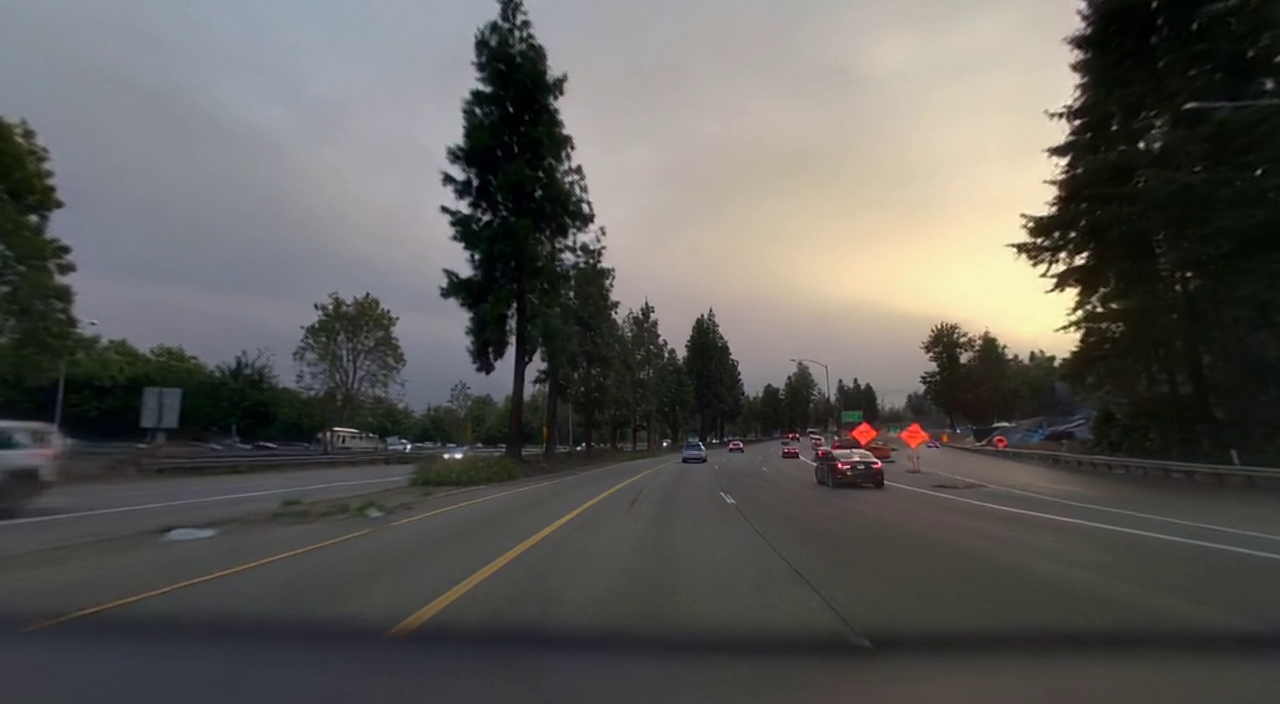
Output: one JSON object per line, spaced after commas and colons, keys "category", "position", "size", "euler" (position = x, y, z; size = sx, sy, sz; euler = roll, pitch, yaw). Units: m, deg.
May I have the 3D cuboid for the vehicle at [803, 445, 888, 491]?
{"category": "vehicle", "position": [7.370, 4.176, 23.124], "size": [2.044, 1.474, 4.083], "euler": [0, -8, 5]}

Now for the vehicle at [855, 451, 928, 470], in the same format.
{"category": "vehicle", "position": [15.286, 6.618, 38.748], "size": [3.503, 1.020, 4.269], "euler": [-2, -9, 13]}

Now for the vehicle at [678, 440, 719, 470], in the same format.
{"category": "vehicle", "position": [3.712, 6.357, 39.230], "size": [2.201, 1.676, 4.541], "euler": [-1, -8, 10]}
